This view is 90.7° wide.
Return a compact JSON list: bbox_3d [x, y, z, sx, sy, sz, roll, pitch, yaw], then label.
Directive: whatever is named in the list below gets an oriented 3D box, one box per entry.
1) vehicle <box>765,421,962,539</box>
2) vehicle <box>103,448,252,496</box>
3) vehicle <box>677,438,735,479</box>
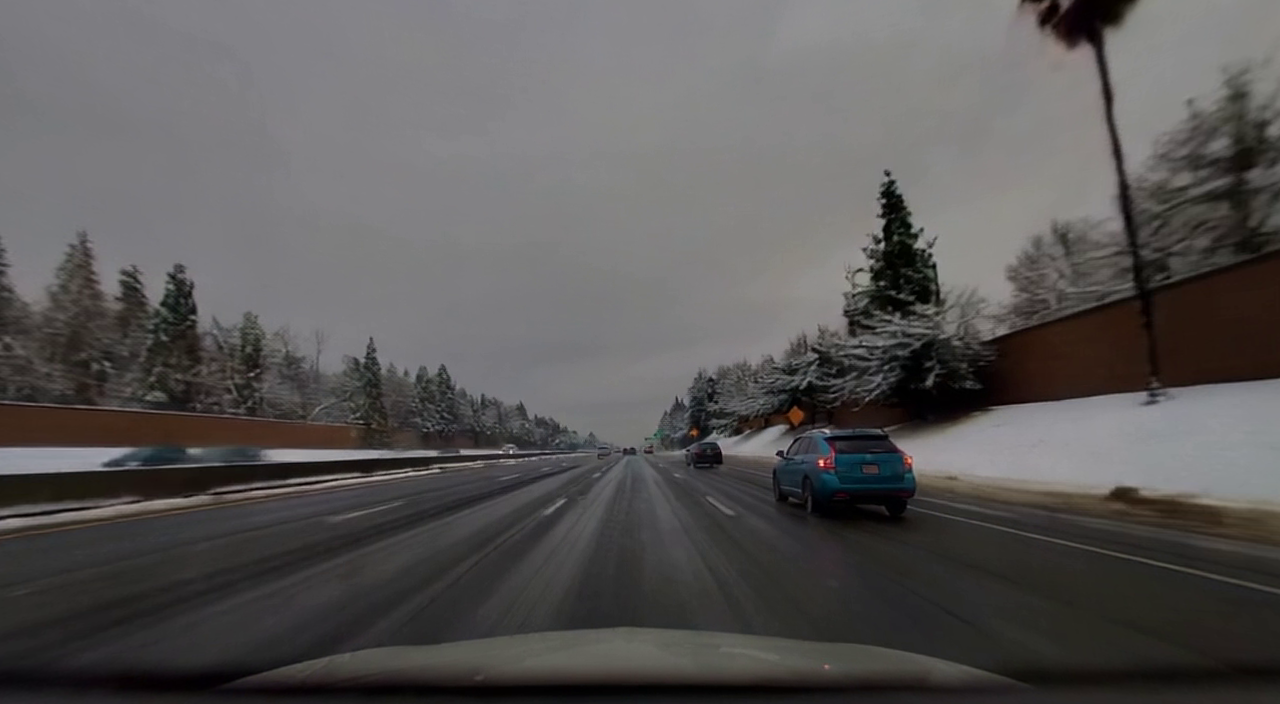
[{"bbox_3d":[3.651,2.164,11.315,1.910,1.696,4.187,0,-8,-1],"label":"vehicle"},{"bbox_3d":[-15.841,4.098,22.036,1.838,1.488,4.436,0,-9,0],"label":"vehicle"},{"bbox_3d":[2.929,4.829,28.903,2.045,1.688,4.313,0,-9,-2],"label":"vehicle"}]
